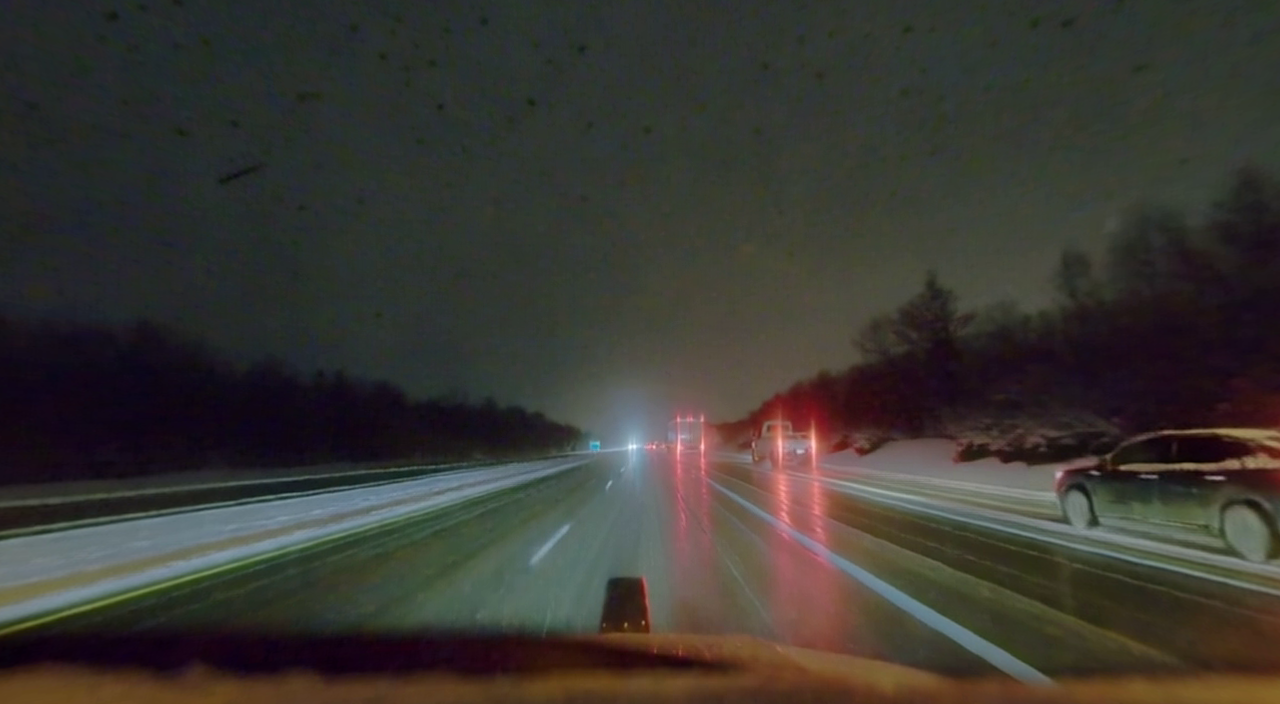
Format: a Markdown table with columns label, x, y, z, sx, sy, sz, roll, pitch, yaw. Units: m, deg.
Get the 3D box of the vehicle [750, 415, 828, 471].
| label | x | y | z | sx | sy | sz | roll | pitch | yaw |
| --- | --- | --- | --- | --- | --- | --- | --- | --- | --- |
| vehicle | 7.963 | 4.994 | 34.538 | 2.474 | 2.730 | 7.349 | 0 | -8 | 0 |
